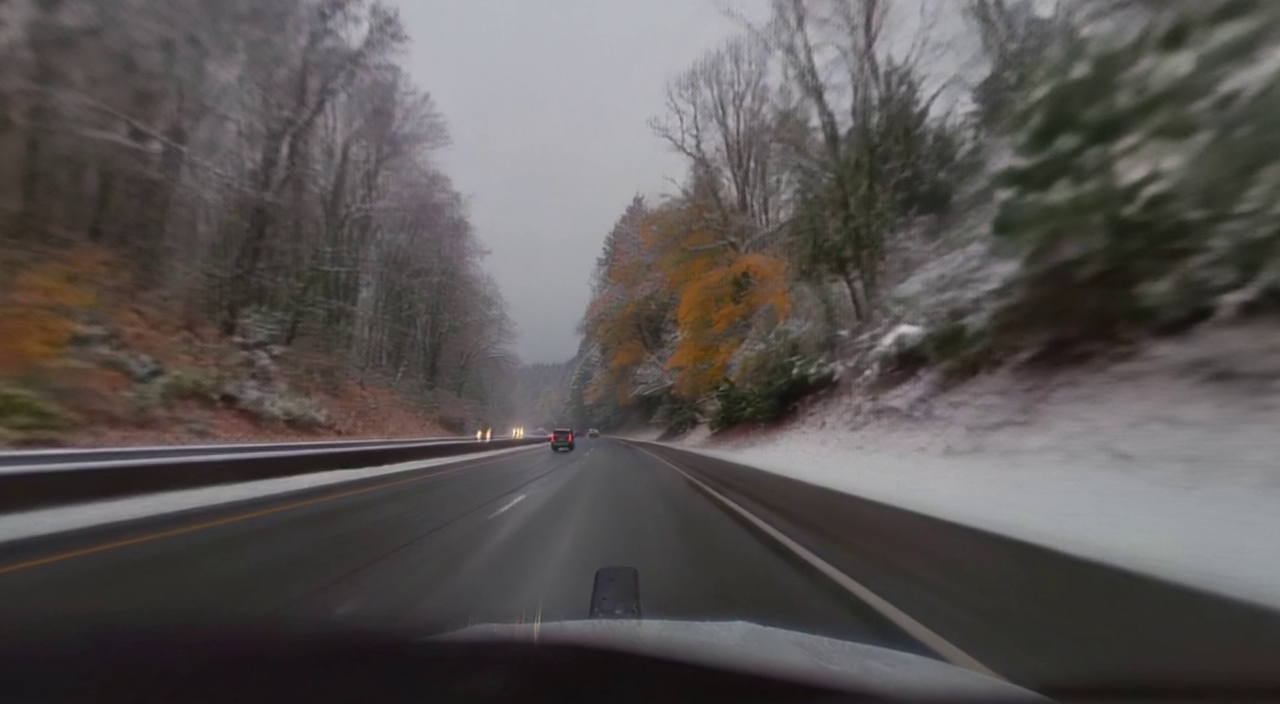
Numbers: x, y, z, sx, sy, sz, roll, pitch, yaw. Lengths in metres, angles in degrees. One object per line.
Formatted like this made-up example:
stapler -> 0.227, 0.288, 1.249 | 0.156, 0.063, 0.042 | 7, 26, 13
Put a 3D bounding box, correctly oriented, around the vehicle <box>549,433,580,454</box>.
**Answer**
vehicle -> -5.924, 7.257, 49.805 | 2.073, 1.559, 4.393 | 0, -8, -3
